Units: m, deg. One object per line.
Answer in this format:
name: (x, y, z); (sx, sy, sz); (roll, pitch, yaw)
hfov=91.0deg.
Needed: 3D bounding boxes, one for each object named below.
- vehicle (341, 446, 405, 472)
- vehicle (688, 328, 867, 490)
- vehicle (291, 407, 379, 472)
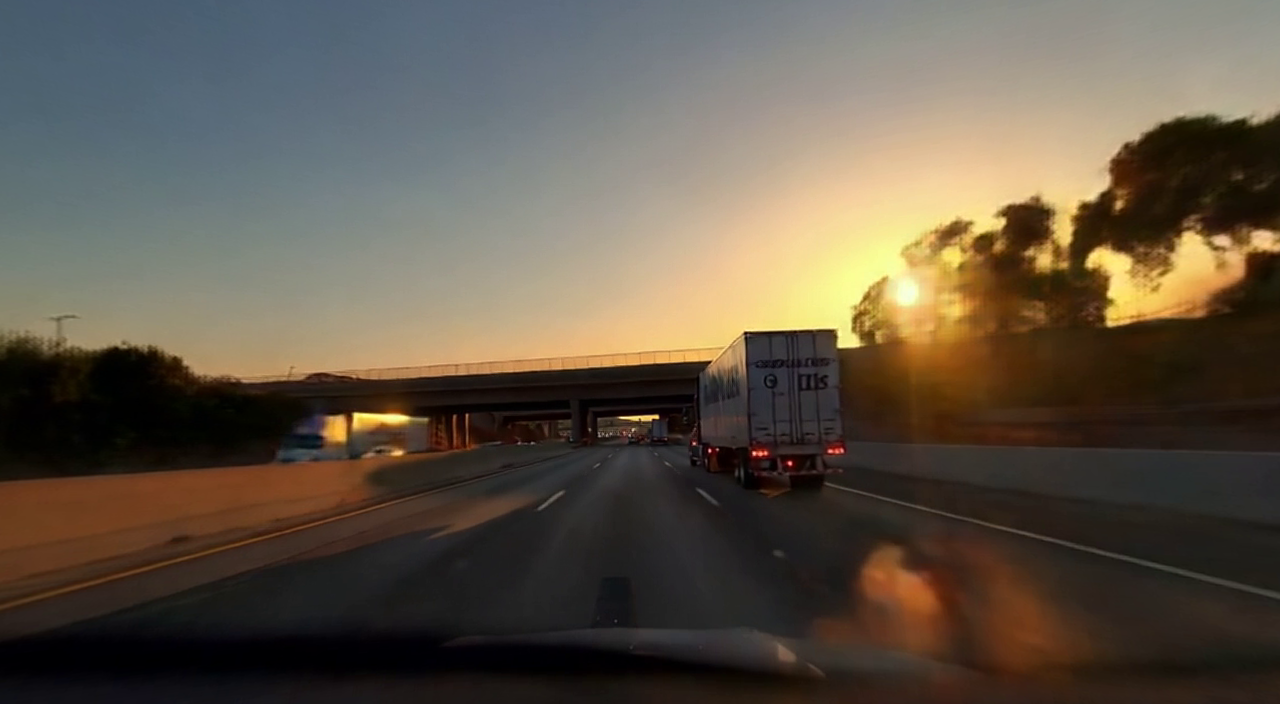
vehicle: (-16.313, 6.519, 38.685); (1.916, 1.450, 4.484); (0, -8, 0)
vehicle: (3.986, 2.421, 23.103); (2.976, 4.064, 14.619); (0, -8, -1)
vehicle: (-20.599, 5.947, 42.907); (2.959, 4.062, 5.944); (0, -8, -1)
